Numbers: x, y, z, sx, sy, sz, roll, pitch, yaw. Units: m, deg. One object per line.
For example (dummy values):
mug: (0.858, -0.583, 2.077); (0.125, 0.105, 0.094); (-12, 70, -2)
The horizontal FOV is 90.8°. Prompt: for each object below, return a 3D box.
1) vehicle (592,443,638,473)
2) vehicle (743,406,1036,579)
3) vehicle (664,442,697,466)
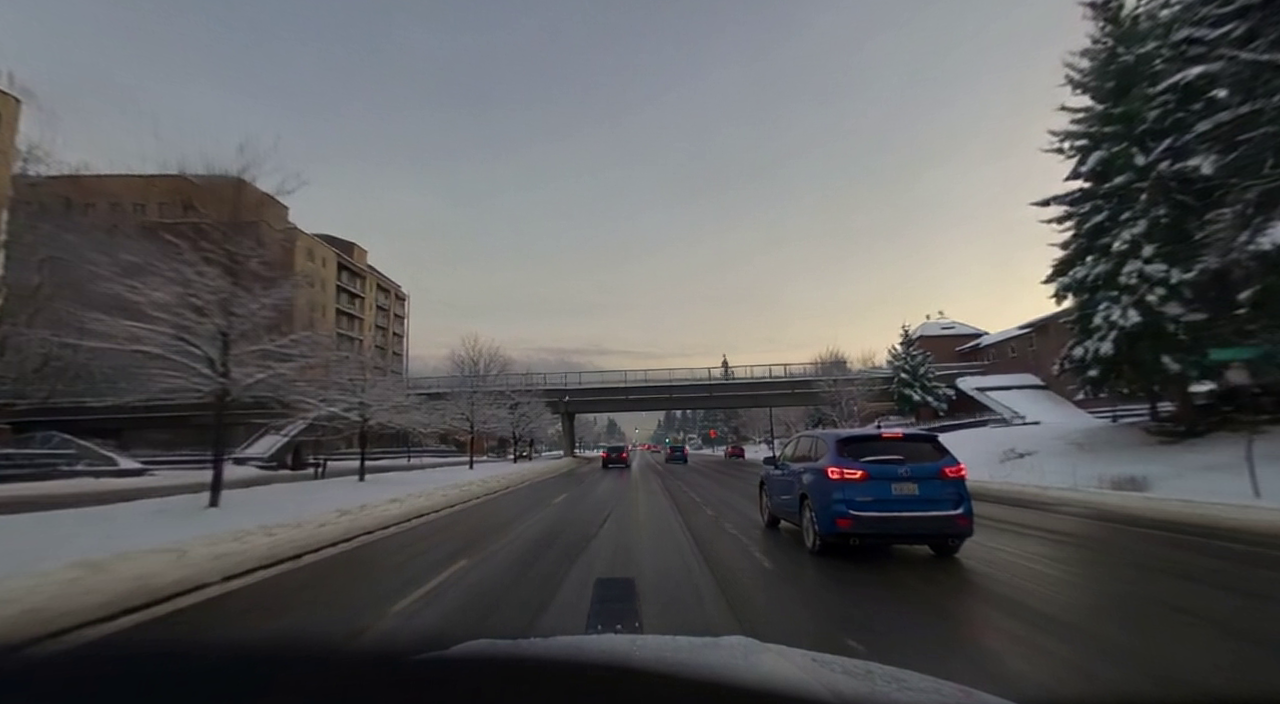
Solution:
vehicle: (-1.291, 5.784, 34.765); (2.173, 1.498, 4.528); (0, -8, 2)
vehicle: (2.922, 1.774, 8.828); (2.130, 1.741, 4.665); (0, -8, -1)
vehicle: (3.025, 7.722, 47.957); (2.165, 1.708, 3.928); (0, -8, -2)
